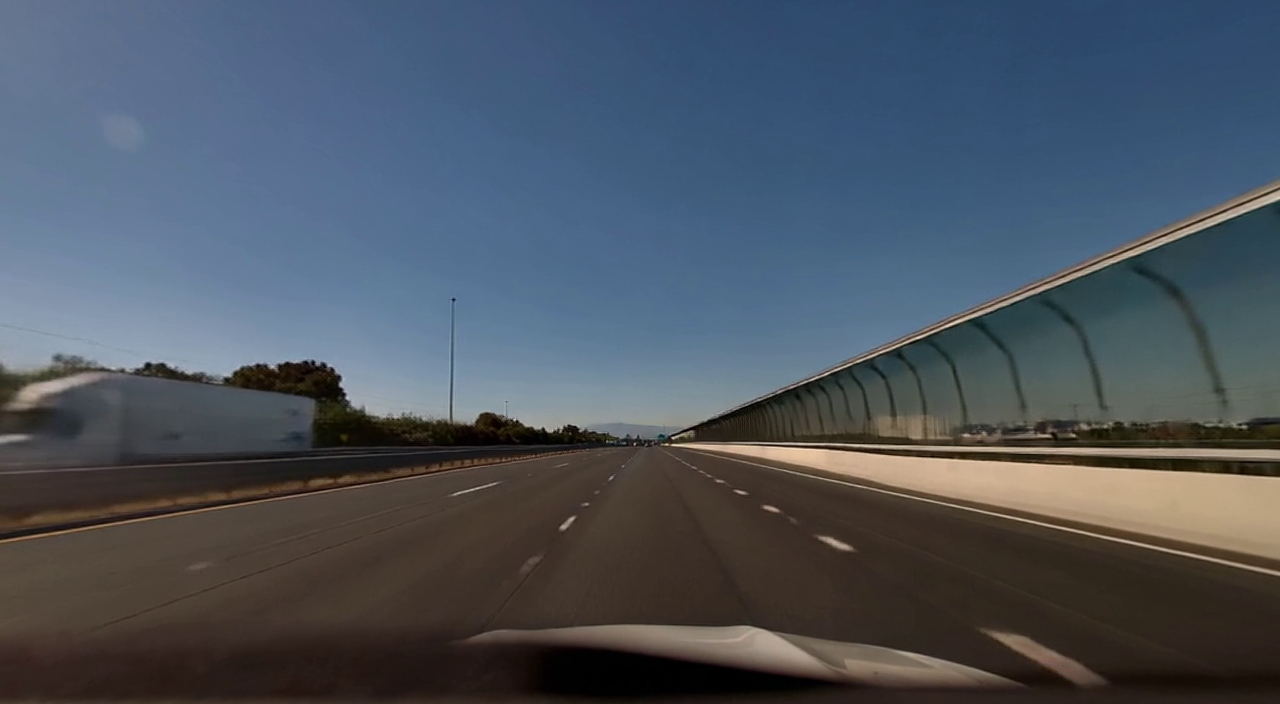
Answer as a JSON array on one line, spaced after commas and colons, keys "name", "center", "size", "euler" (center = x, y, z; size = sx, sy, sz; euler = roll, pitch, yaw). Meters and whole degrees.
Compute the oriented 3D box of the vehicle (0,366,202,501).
[{"name": "vehicle", "center": [-19.112, 2.846, 21.878], "size": [3.006, 3.996, 6.212], "euler": [0, -8, 1]}]
